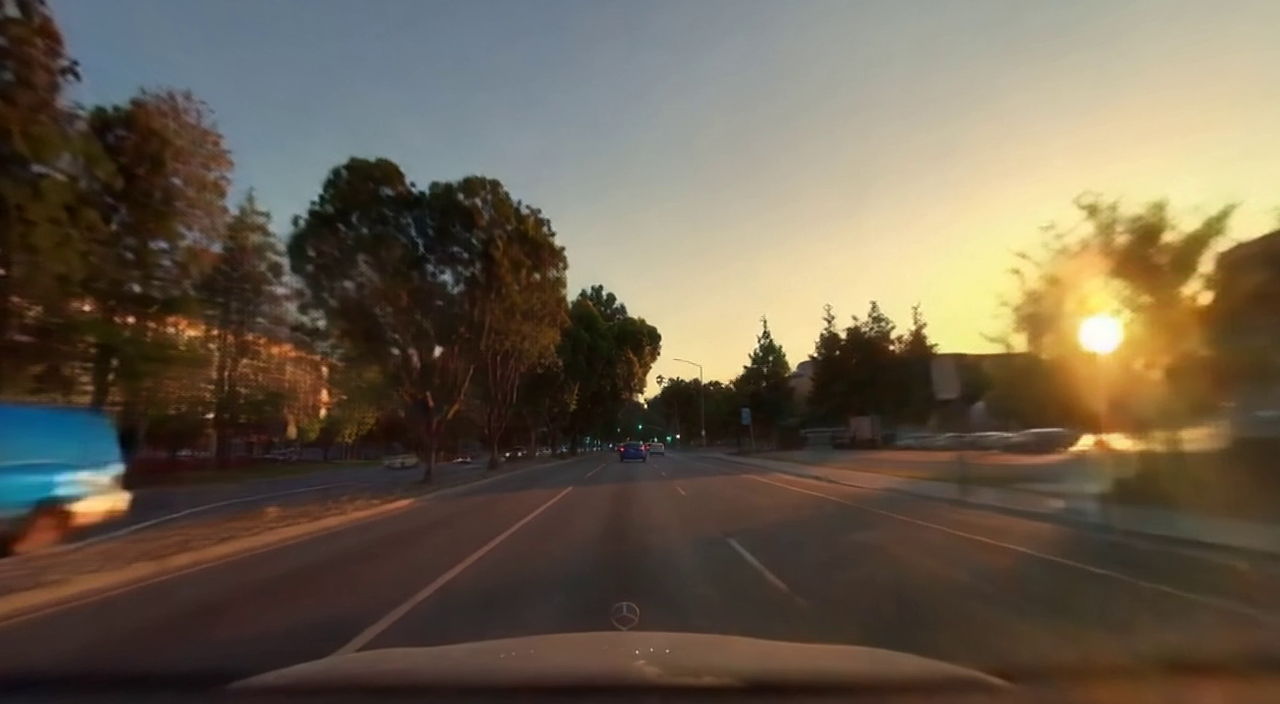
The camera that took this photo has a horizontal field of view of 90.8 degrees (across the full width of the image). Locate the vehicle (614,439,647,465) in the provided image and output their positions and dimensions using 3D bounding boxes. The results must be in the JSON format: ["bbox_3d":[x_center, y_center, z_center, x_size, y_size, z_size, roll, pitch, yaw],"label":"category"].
[{"bbox_3d":[-0.649,7.041,44.463,2.174,1.703,4.231,0,-9,0],"label":"vehicle"}]

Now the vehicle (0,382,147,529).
[{"bbox_3d":[-14.943,2.097,12.754,2.941,3.068,8.587,0,-9,1],"label":"vehicle"}]
